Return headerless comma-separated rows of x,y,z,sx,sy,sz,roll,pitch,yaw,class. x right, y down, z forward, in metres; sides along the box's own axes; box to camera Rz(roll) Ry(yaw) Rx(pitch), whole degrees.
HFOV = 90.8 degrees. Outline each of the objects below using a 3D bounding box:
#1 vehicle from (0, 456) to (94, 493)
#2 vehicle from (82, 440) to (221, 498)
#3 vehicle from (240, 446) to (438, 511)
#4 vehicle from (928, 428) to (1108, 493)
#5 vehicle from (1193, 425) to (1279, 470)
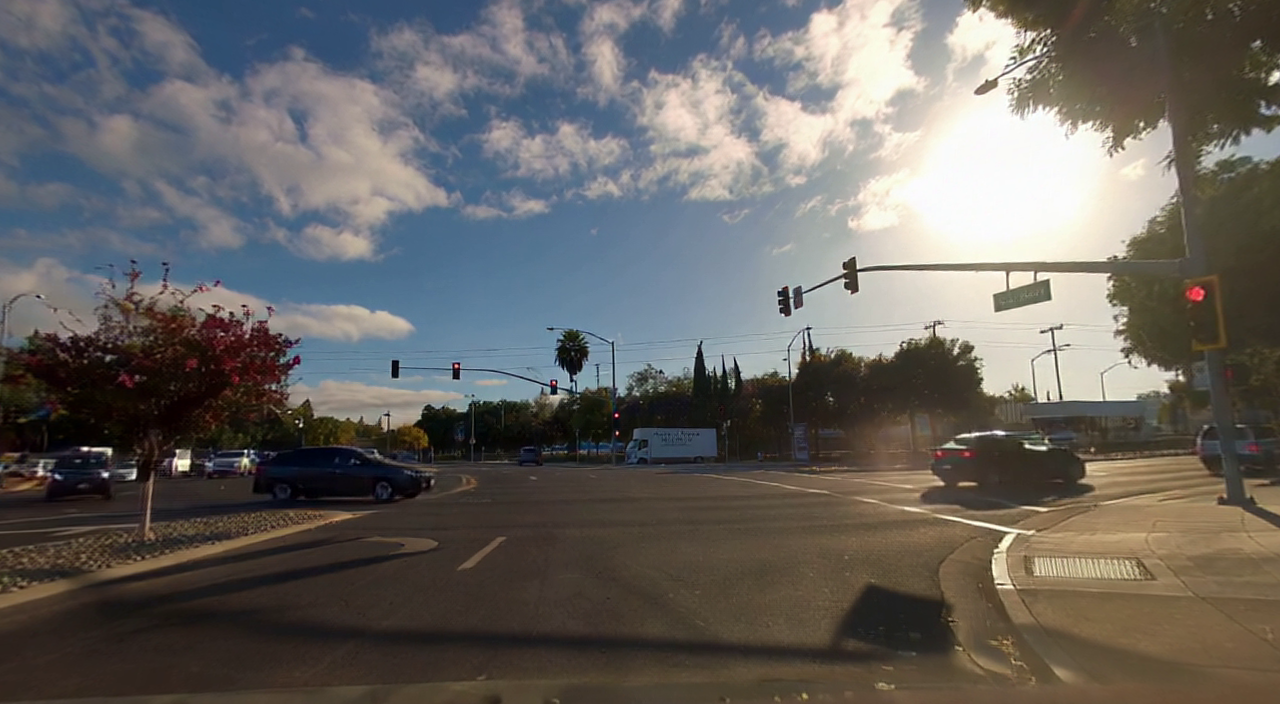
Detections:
-31.182,6.267,32.646,2.142,1.723,4.692,1,-9,-9,vehicle
-18.691,4.454,24.640,2.358,1.937,5.896,3,-9,-18,vehicle
-7.811,3.191,16.389,4.728,1.471,1.957,-4,-9,24,vehicle
10.497,2.988,17.612,4.281,1.621,1.903,3,-9,-20,vehicle
26.371,4.163,27.605,4.619,1.759,2.101,6,-10,-34,vehicle
